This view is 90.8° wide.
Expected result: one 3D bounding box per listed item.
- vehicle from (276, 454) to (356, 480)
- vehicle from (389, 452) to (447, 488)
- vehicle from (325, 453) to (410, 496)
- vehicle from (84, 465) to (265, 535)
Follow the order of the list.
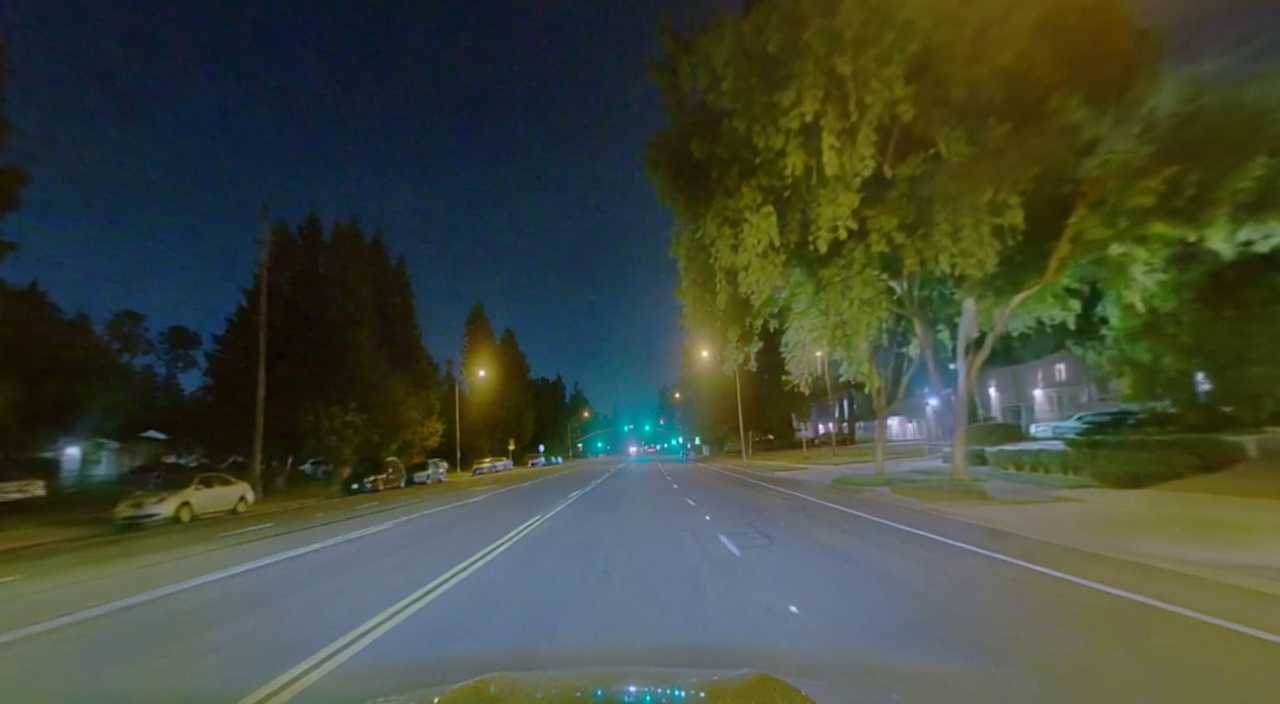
[{"bbox_3d":[-21.581,7.684,42.196,4.284,1.621,1.938,0,-9,1],"label":"vehicle"},{"bbox_3d":[-12.530,6.660,35.878,1.882,1.727,3.945,-3,-8,1],"label":"vehicle"},{"bbox_3d":[-12.814,5.748,30.072,1.882,1.775,4.904,0,-9,0],"label":"vehicle"},{"bbox_3d":[-12.825,4.049,17.828,1.833,1.464,4.292,-4,-8,1],"label":"vehicle"}]
